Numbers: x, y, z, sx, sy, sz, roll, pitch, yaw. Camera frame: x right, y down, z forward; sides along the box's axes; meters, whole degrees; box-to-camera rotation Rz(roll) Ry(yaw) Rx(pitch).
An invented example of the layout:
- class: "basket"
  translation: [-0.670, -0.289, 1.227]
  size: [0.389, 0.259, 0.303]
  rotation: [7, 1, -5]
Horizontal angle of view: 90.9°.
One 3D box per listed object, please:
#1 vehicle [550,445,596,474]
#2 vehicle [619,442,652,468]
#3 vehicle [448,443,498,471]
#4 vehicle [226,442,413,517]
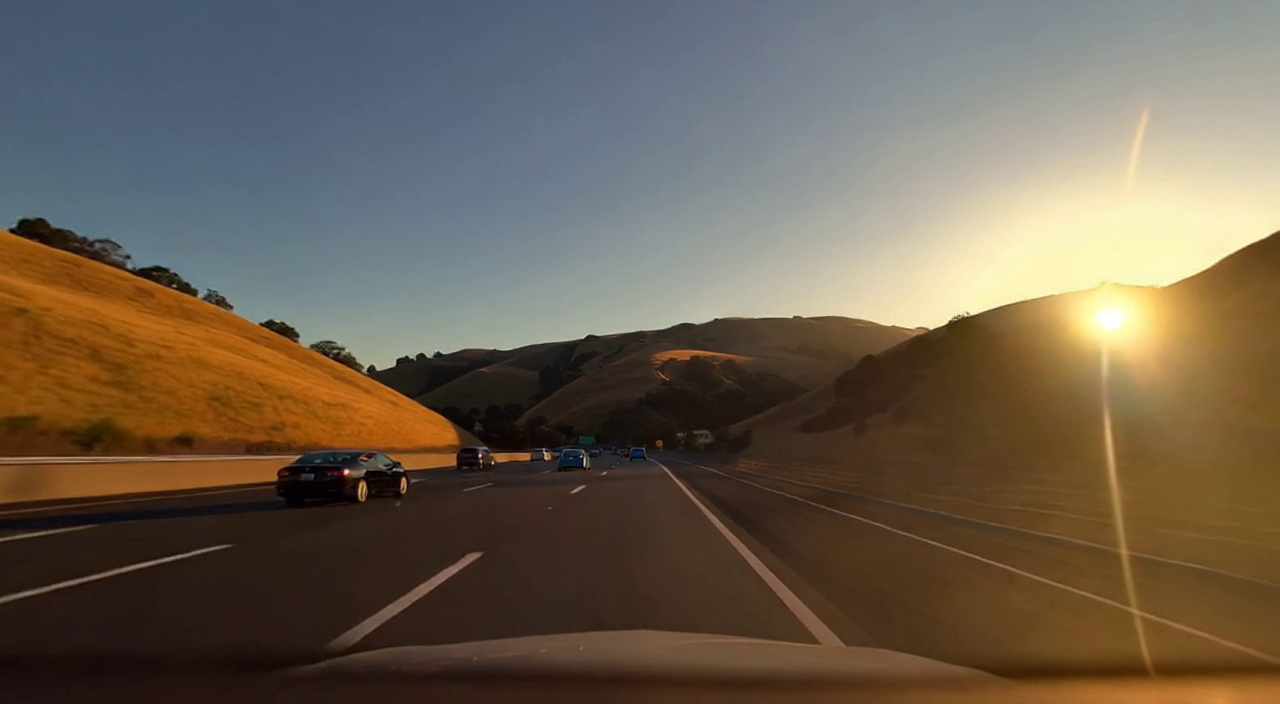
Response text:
- class: "vehicle"
  translation: [-3.771, 6.155, 36.429]
  size: [2.144, 1.505, 4.649]
  rotation: [0, -8, 0]
- class: "vehicle"
  translation: [-0.348, 7.238, 44.468]
  size: [2.225, 1.674, 4.044]
  rotation: [0, -8, -1]
- class: "vehicle"
  translation: [-11.064, 7.019, 42.209]
  size: [2.025, 1.750, 4.505]
  rotation: [0, -8, 1]
- class: "vehicle"
  translation: [-7.017, 2.807, 14.445]
  size: [1.991, 1.441, 4.265]
  rotation: [0, -8, 1]
